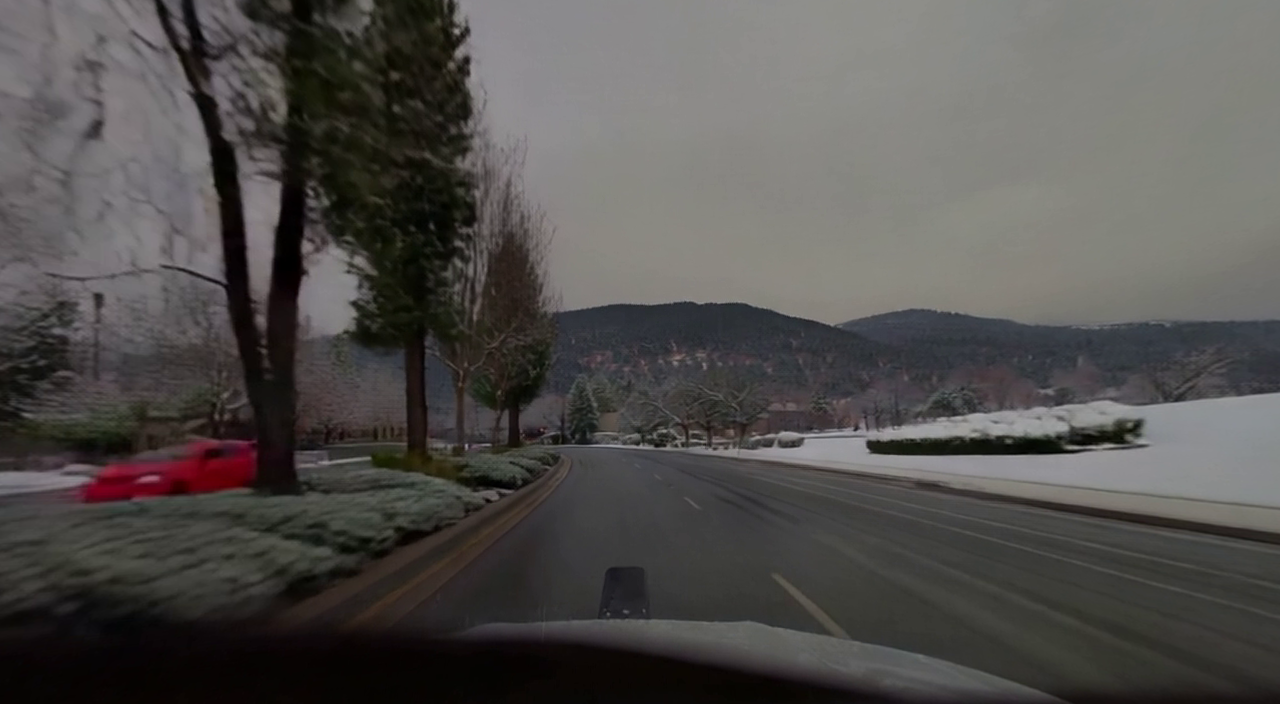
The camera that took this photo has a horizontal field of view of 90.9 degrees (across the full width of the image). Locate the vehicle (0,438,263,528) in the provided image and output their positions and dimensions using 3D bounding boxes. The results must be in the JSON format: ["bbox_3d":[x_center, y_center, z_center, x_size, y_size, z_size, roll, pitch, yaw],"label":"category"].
[{"bbox_3d":[-9.980,2.538,12.841,2.055,1.471,4.317,0,-9,-2],"label":"vehicle"}]
